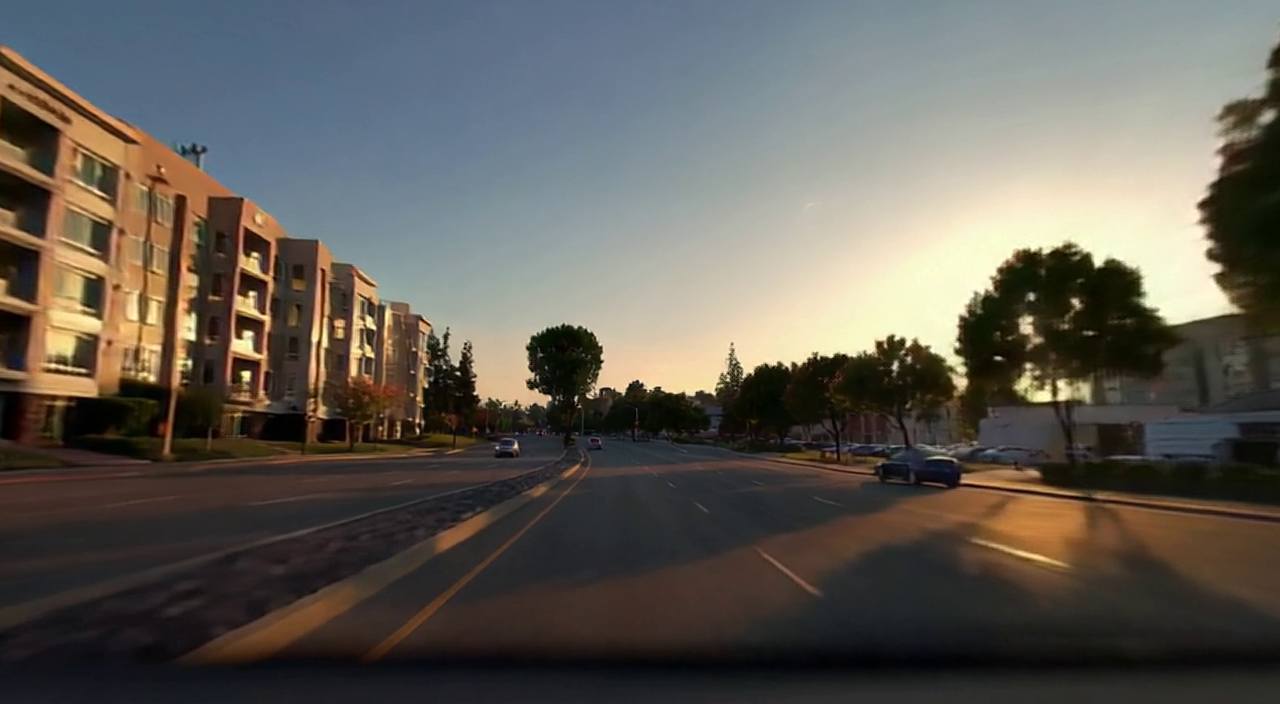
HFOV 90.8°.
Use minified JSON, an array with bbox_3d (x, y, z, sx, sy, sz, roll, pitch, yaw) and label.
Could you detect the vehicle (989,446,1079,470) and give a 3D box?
[{"bbox_3d":[25.667,6.924,41.280,4.588,1.459,1.939,1,-9,-1],"label":"vehicle"}]
